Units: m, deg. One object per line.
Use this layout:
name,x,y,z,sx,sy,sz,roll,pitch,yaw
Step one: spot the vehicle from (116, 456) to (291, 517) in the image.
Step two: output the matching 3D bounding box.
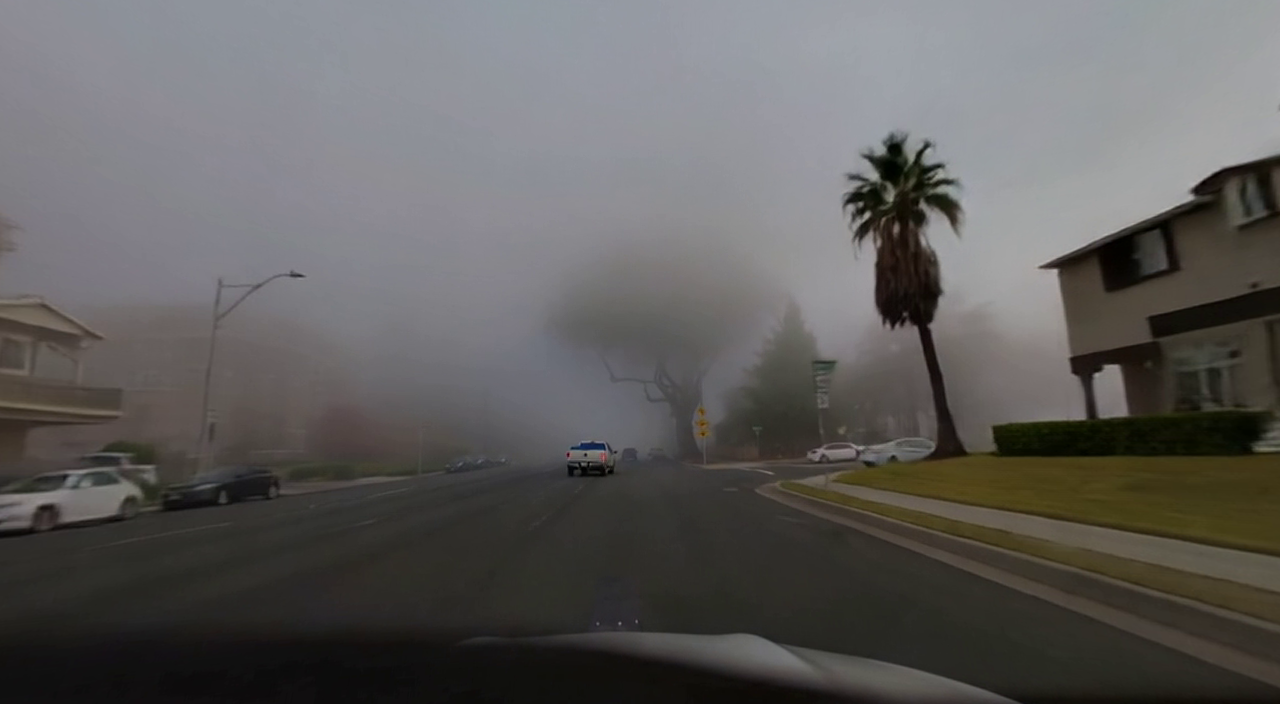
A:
vehicle,-14.263,4.383,21.116,1.939,1.512,5.641,-4,-8,-1

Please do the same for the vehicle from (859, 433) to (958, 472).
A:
vehicle,12.485,4.698,29.409,3.778,1.744,1.804,1,-9,-5

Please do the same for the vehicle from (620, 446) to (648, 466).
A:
vehicle,-0.478,8.146,49.544,2.077,1.504,3.992,0,-9,0

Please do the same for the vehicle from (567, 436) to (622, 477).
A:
vehicle,-2.100,5.028,30.542,1.994,1.810,5.057,0,-9,3

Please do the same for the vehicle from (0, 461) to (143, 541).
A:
vehicle,-14.105,3.436,14.873,1.784,1.499,3.854,-2,-8,-4

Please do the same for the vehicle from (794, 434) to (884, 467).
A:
vehicle,12.467,6.202,39.656,4.873,1.624,1.924,-4,-9,-1
